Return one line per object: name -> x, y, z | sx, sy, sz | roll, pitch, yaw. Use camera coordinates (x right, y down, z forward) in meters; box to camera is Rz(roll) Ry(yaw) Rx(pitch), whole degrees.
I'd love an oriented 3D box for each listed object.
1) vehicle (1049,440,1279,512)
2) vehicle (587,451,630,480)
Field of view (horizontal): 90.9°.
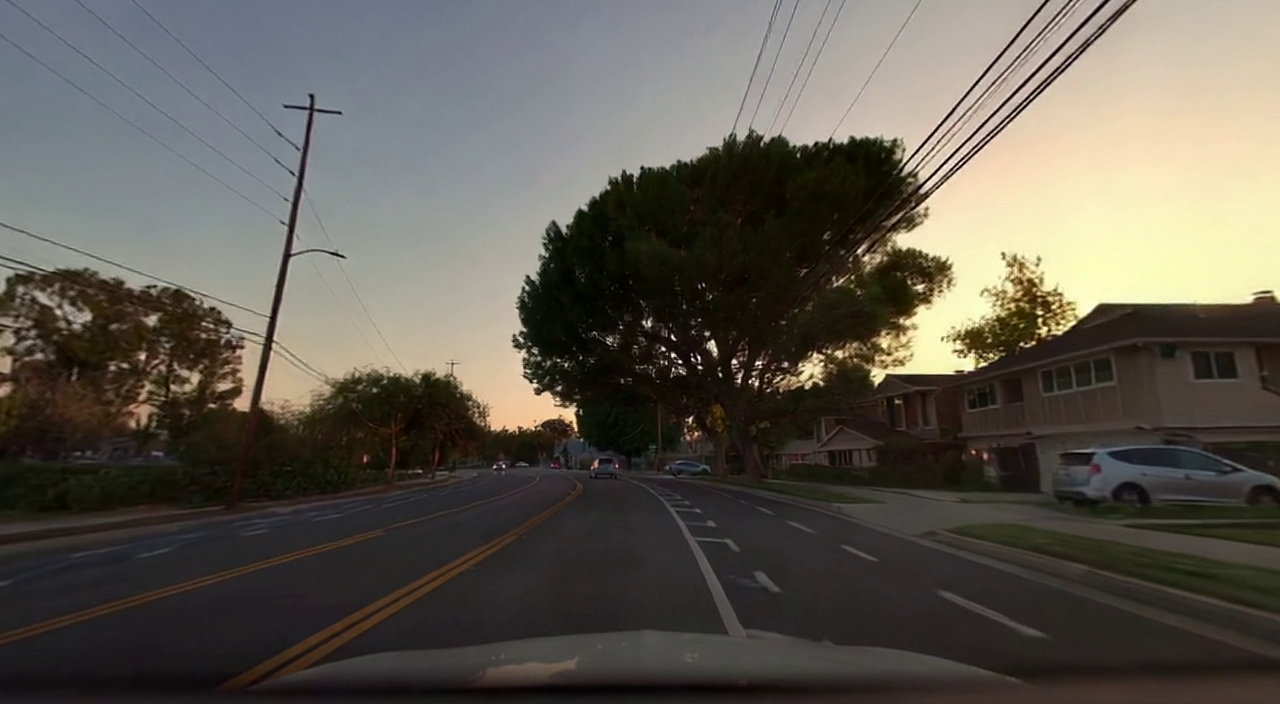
vehicle -> 12.526, 2.831, 14.672 | 4.648, 1.511, 1.919 | 0, -8, -2
vehicle -> -2.355, 8.157, 45.494 | 2.284, 1.741, 4.702 | 4, -8, -12
